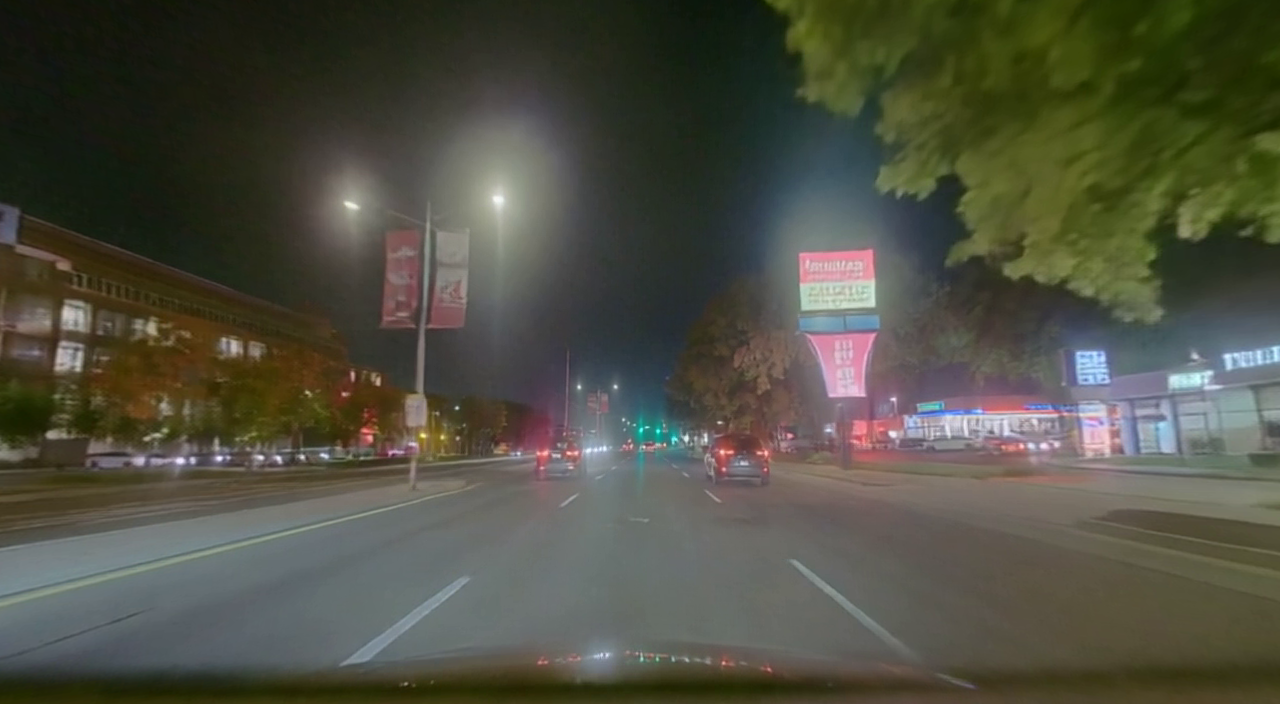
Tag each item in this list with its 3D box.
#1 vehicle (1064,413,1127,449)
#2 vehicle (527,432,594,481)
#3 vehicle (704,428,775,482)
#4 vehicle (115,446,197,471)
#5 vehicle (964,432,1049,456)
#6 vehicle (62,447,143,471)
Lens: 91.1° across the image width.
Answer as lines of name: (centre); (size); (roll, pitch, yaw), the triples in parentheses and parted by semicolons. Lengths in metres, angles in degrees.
vehicle: (33.626, 5.864, 46.388); (2.852, 2.462, 2.062); (-1, -9, 0)
vehicle: (-3.043, 4.128, 25.006); (2.014, 1.775, 4.404); (0, -9, 1)
vehicle: (3.824, 4.048, 24.877); (2.024, 1.921, 4.431); (0, -9, -1)
vehicle: (-36.451, 8.012, 47.463); (2.102, 1.730, 5.018); (0, -8, 1)
vehicle: (27.081, 6.825, 46.508); (4.699, 1.608, 2.379); (-1, -10, -1)
vehicle: (-40.338, 7.986, 47.253); (2.021, 1.699, 4.499); (0, -8, 2)
